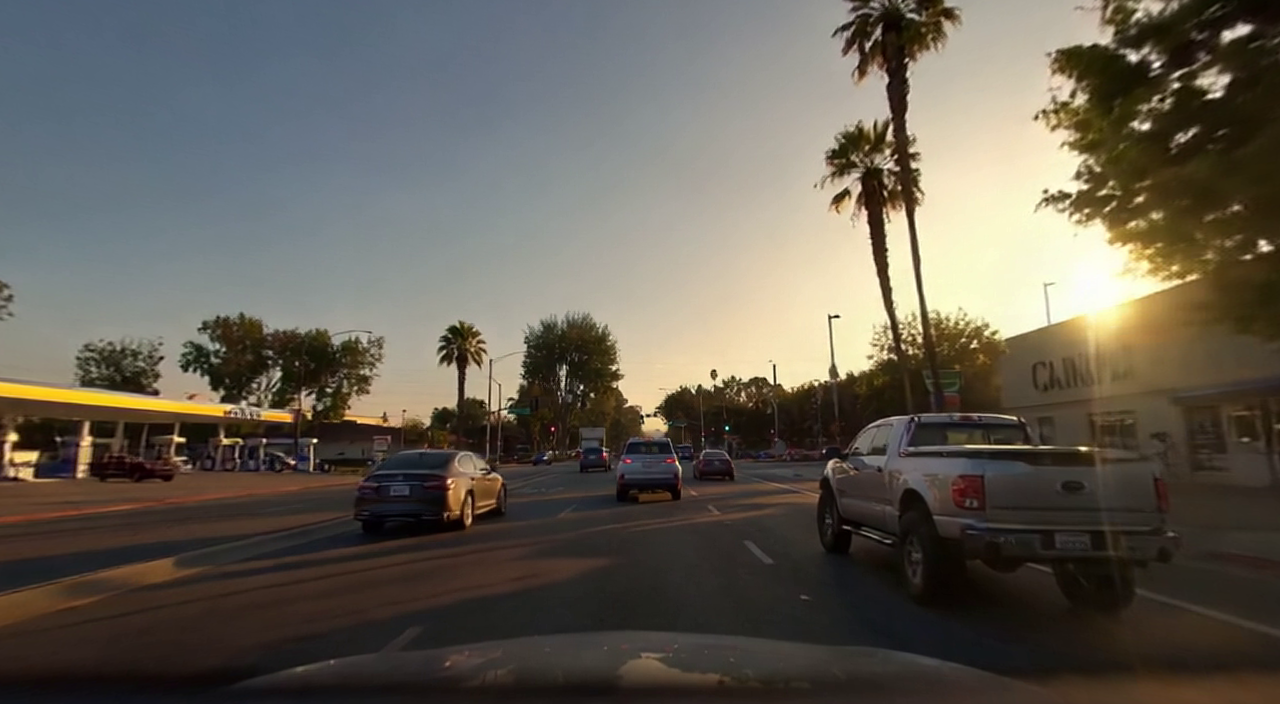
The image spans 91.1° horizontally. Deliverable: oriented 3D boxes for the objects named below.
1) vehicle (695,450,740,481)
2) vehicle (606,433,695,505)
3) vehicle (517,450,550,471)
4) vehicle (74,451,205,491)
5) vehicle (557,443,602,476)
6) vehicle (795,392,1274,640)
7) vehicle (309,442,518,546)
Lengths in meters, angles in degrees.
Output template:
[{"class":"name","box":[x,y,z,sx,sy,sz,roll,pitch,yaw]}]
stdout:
[{"class":"vehicle","box":[3.931,5.815,32.429,1.901,1.401,3.965,0,-8,1]},{"class":"vehicle","box":[0.305,3.416,18.979,2.295,1.835,5.471,0,-8,1]},{"class":"vehicle","box":[-8.333,8.511,49.531,1.921,1.489,4.250,0,-8,-1]},{"class":"vehicle","box":[-29.274,6.937,37.147,2.543,2.092,6.613,0,-8,-3]},{"class":"vehicle","box":[-3.461,6.243,36.844,2.071,1.811,4.605,0,-8,2]},{"class":"vehicle","box":[3.612,1.620,7.488,2.120,1.828,5.531,0,-8,0]},{"class":"vehicle","box":[-3.820,2.454,11.694,1.983,1.502,4.720,-1,-8,2]}]
